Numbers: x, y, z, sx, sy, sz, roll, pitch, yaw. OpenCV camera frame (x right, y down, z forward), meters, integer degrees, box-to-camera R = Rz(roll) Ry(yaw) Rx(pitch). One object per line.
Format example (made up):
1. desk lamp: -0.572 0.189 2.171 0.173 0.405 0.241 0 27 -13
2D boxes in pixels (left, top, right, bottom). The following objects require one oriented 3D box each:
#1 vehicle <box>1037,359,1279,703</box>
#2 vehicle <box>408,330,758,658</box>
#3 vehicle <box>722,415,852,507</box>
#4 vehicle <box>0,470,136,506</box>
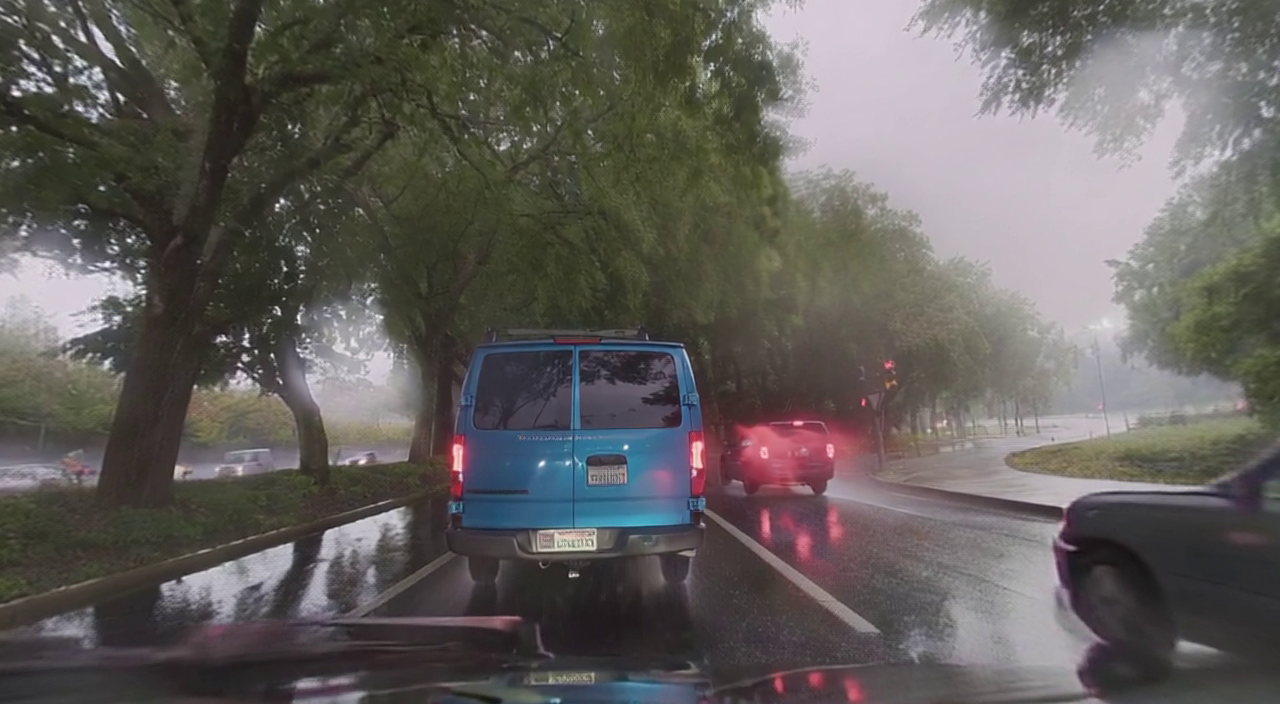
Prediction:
1. vehicle: 4.144 0.802 2.498 2.024 1.692 4.696 0 -9 -1
2. vehicle: -0.343 1.185 6.158 2.145 2.046 4.309 0 -9 0
3. vehicle: 3.316 2.565 15.165 1.988 1.873 3.968 0 -9 -3
4. vehicle: -26.332 6.207 28.927 4.726 1.456 1.873 1 -9 -6
